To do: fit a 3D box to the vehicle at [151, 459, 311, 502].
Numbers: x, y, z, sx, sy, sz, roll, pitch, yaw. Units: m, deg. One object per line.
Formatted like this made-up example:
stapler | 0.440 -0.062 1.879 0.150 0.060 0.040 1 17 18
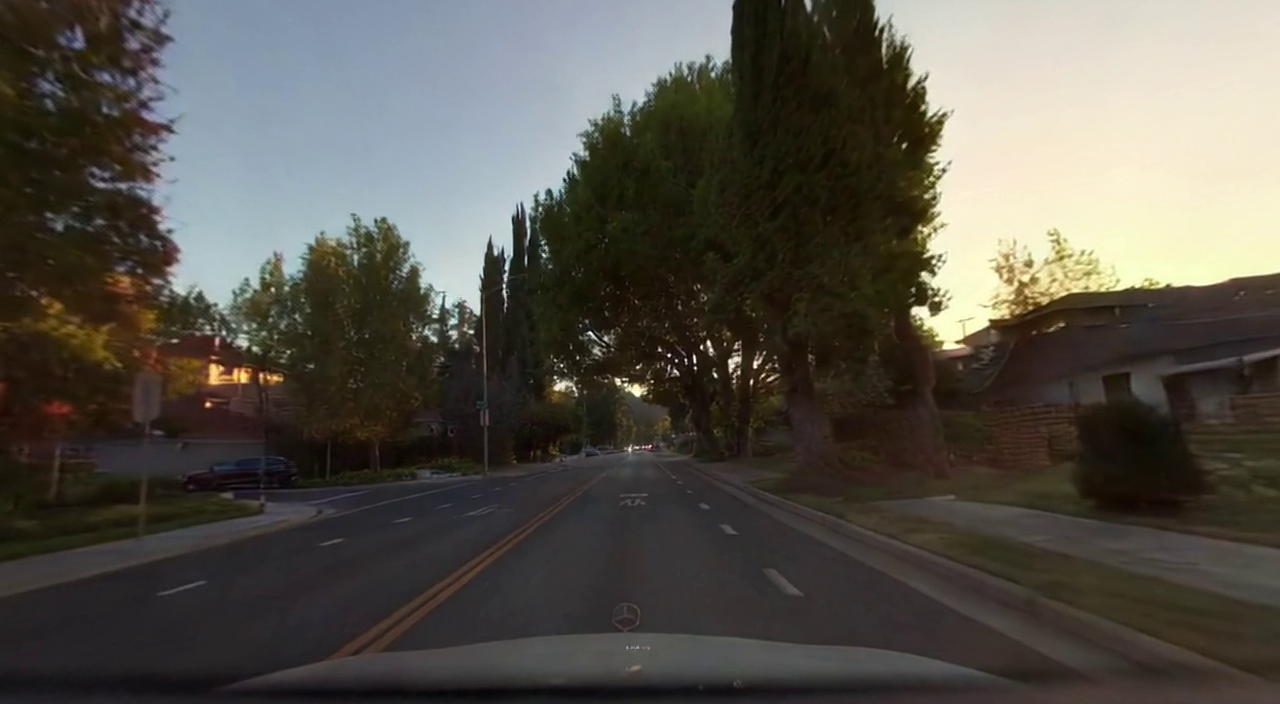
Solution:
vehicle | -14.960 4.678 23.233 4.779 1.453 1.970 -2 -9 10
